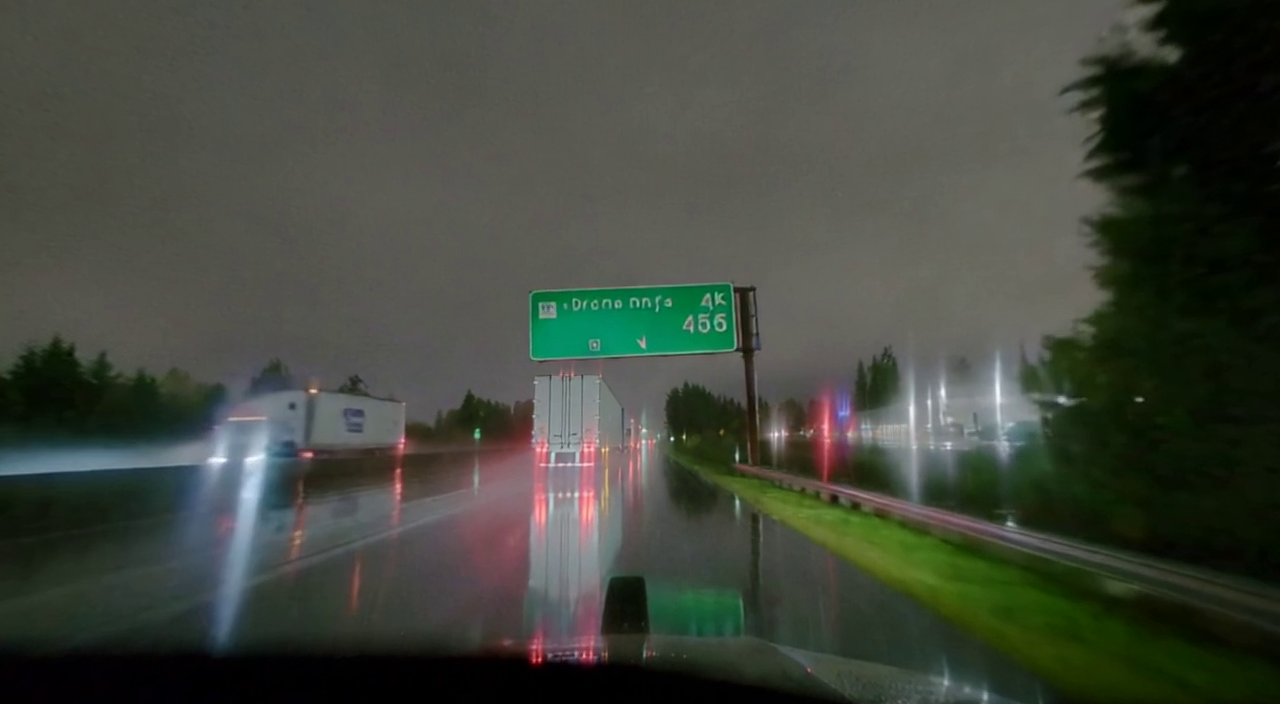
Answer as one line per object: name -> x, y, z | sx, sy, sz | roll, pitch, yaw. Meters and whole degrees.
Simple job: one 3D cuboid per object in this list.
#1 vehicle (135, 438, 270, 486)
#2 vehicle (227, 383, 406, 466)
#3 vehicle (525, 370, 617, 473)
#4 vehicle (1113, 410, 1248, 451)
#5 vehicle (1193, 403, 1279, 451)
vehicle -> -14.642, 3.689, 21.333 | 1.725, 1.444, 3.898 | 0, -8, 0
vehicle -> -18.334, 4.551, 37.633 | 2.937, 4.009, 14.253 | 0, -8, 1
vehicle -> -2.982, 3.776, 32.010 | 2.947, 4.051, 14.256 | 1, -8, 0
vehicle -> 24.461, 3.605, 28.566 | 4.288, 1.766, 1.975 | 0, -8, -1
vehicle -> 25.980, 3.128, 25.998 | 4.219, 1.898, 2.086 | 1, -8, -1
